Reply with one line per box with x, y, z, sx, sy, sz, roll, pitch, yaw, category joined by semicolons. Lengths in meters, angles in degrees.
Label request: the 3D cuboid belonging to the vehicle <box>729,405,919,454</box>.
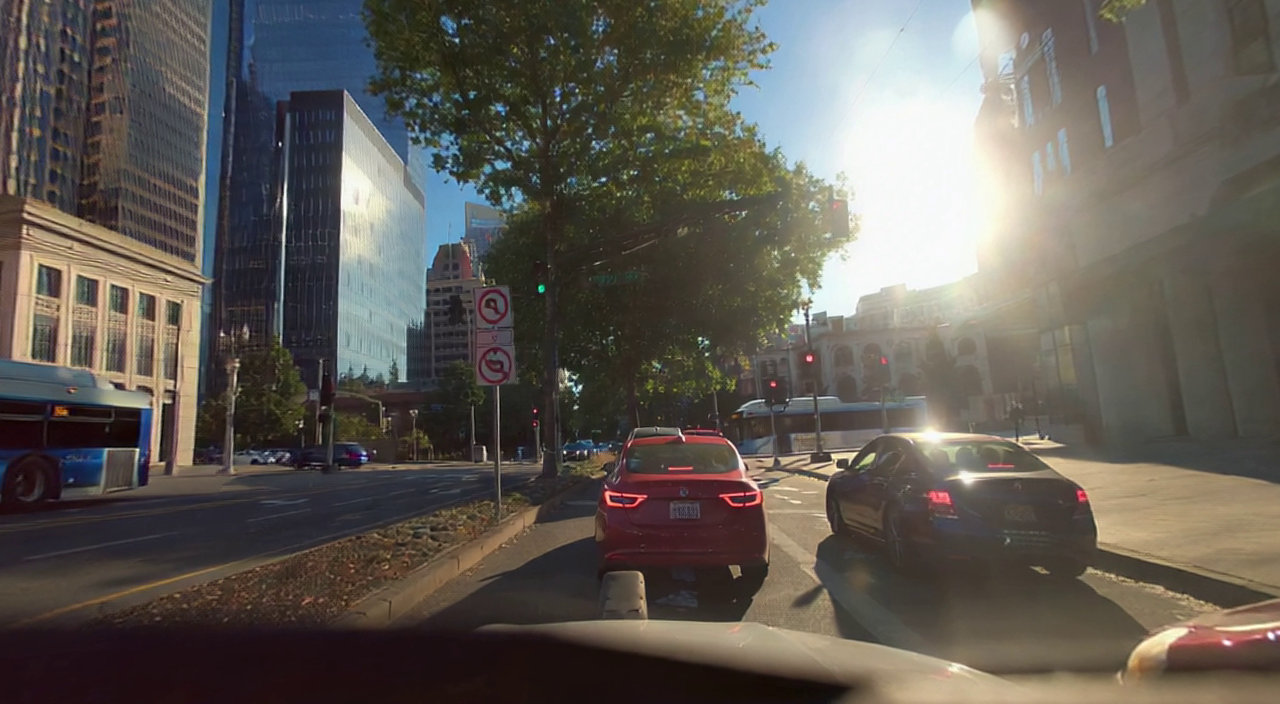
14.082;6.073;49.293;13.811;3.706;2.997;0;-9;0;vehicle

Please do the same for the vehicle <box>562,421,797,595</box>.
0.374;1.626;7.384;2.006;1.470;3.799;0;-8;1;vehicle

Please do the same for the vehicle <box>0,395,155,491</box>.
-25.950;3.645;25.324;2.692;3.685;10.153;-3;-9;20;vehicle

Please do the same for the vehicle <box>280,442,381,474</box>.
-17.208;5.899;35.306;1.892;1.645;4.561;-7;-11;39;vehicle
